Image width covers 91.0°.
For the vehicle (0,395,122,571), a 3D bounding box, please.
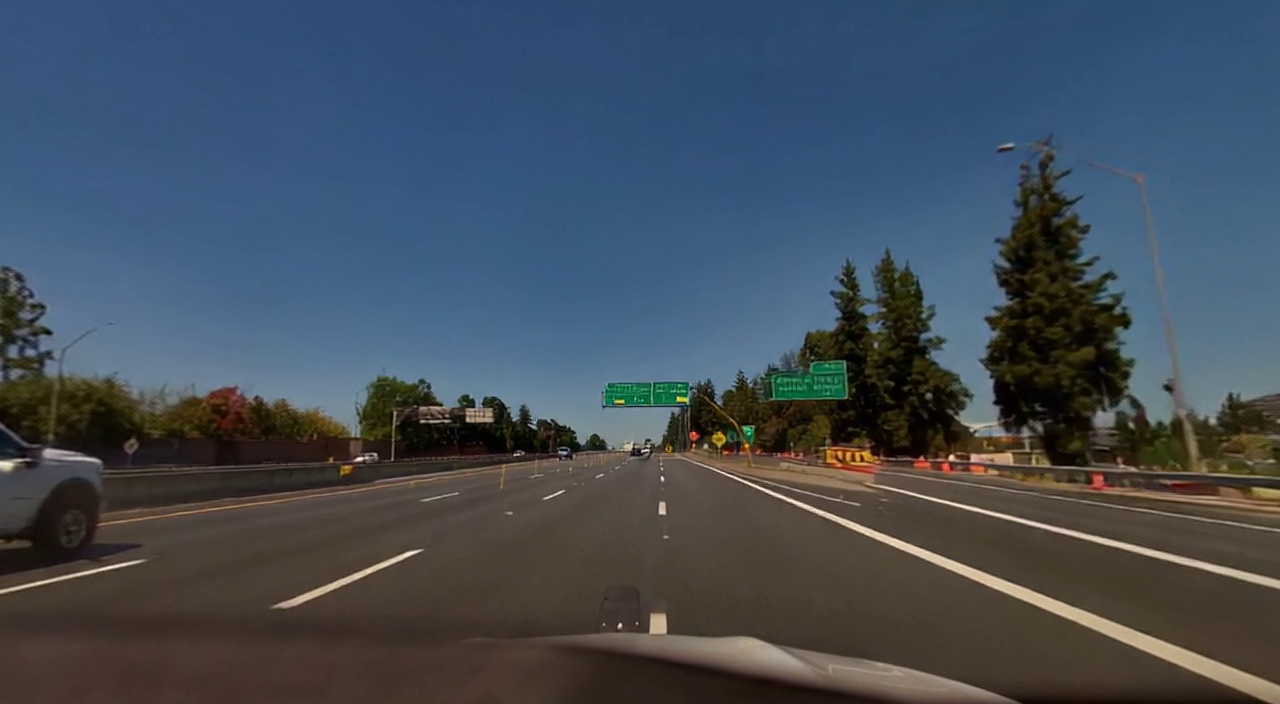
[{"bbox_3d":[-8.067,1.261,5.757,2.272,1.869,4.945,0,-8,3],"label":"vehicle"}]
